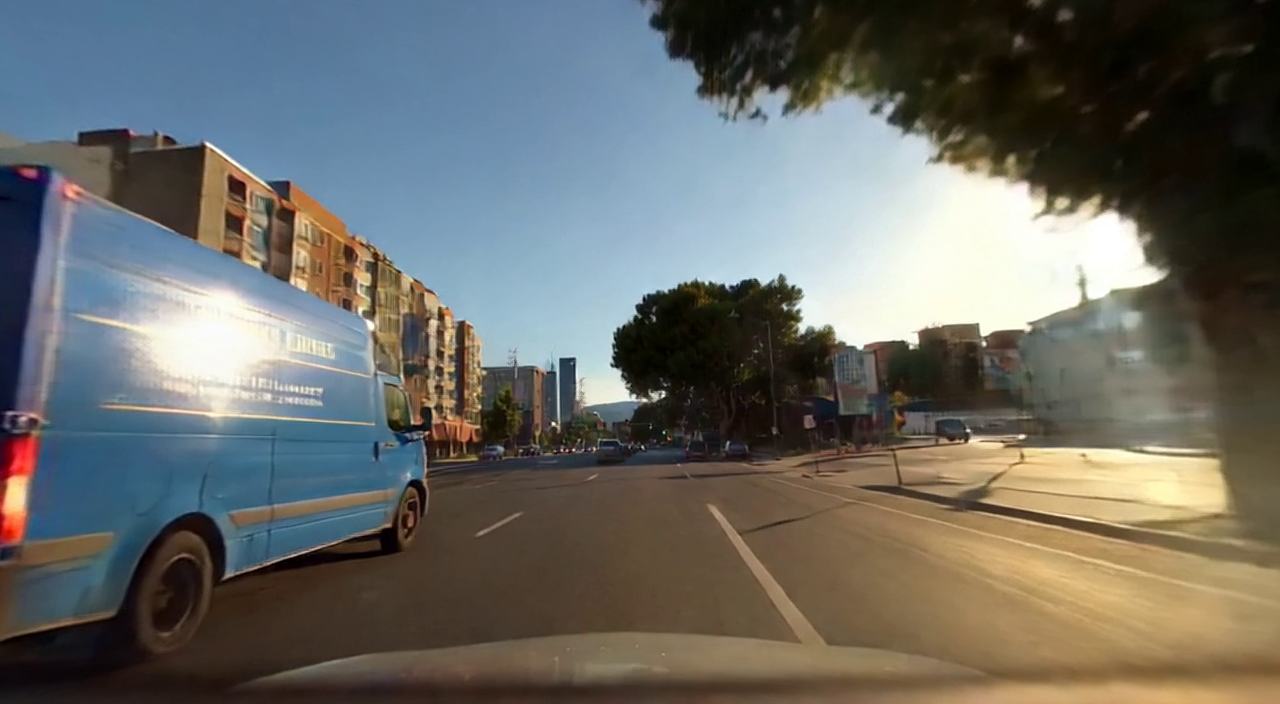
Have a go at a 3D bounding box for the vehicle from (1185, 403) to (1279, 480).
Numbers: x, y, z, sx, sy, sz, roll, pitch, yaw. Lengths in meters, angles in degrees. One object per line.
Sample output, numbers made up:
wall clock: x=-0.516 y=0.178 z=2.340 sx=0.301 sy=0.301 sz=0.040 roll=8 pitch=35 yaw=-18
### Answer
vehicle: x=15.875 y=2.315 z=16.534 sx=1.976 sy=1.729 sz=5.166 roll=-8 pitch=-11 yaw=43

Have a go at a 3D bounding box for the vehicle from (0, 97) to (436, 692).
vehicle: x=-4.674 y=0.684 z=6.481 sx=2.763 sy=2.974 sz=7.562 roll=0 pitch=-8 yaw=-1

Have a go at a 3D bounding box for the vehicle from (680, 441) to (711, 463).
vehicle: x=4.128 y=7.501 z=47.401 sx=1.878 sy=1.534 sz=4.120 roll=0 pitch=-8 yaw=0
